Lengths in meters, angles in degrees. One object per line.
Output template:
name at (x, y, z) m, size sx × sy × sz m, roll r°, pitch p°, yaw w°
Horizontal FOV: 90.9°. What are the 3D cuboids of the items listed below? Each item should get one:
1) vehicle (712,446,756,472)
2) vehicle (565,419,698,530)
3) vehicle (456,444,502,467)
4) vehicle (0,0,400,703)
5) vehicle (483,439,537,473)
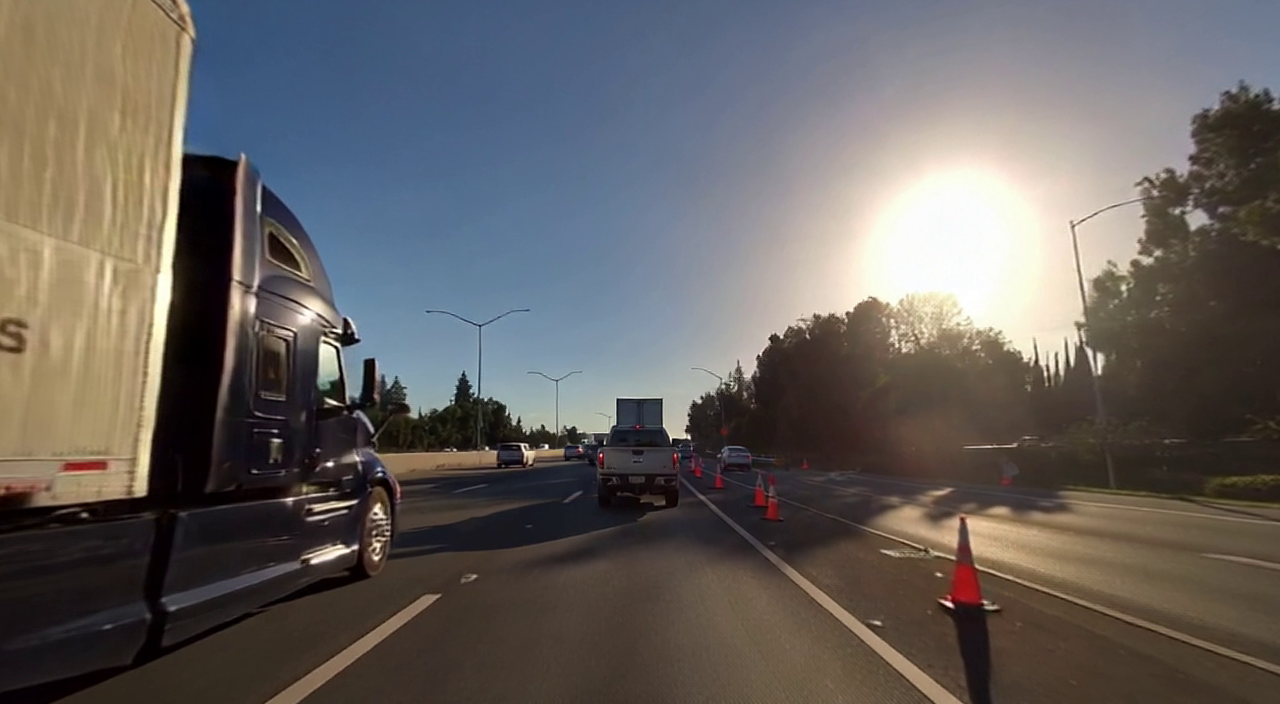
vehicle at (5.688, 6.533, 38.667) m, size 1.918 × 1.479 × 4.571 m, roll 0°, pitch -9°, yaw -1°
vehicle at (-0.141, 2.284, 12.254) m, size 2.152 × 1.779 × 3.924 m, roll 0°, pitch -9°, yaw 0°
vehicle at (-11.078, 7.155, 43.675) m, size 1.985 × 1.496 × 4.583 m, roll 0°, pitch -9°, yaw 0°
vehicle at (-3.843, -0.109, 1.556) m, size 2.990 × 3.885 × 8.243 m, roll 0°, pitch -9°, yaw 2°
vehicle at (-7.103, 5.735, 34.894) m, size 1.950 × 1.716 × 4.436 m, roll 0°, pitch -9°, yaw 1°
